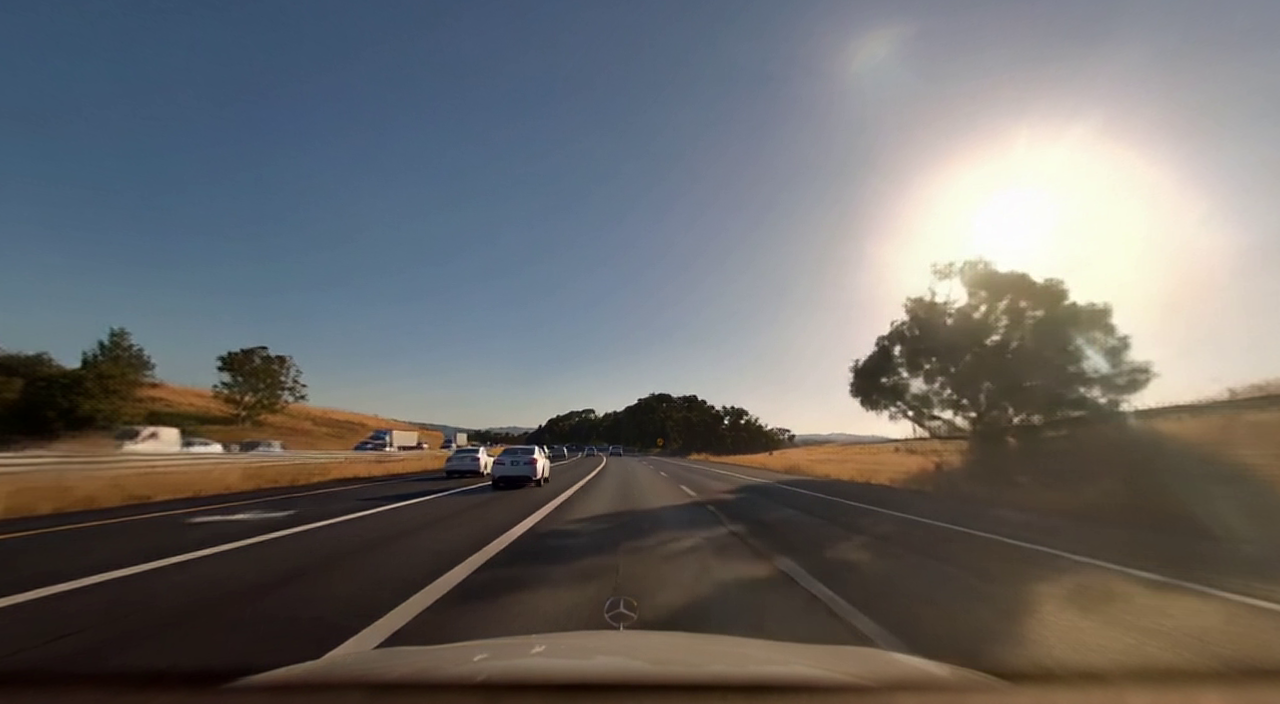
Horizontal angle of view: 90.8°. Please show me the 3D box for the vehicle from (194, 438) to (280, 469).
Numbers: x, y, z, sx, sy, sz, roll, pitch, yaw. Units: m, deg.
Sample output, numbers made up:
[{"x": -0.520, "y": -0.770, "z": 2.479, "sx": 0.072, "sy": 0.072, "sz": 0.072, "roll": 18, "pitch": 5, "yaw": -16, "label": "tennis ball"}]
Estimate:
[{"x": -25.149, "y": 6.354, "z": 39.691, "sx": 2.213, "sy": 1.784, "sz": 4.993, "roll": 0, "pitch": -9, "yaw": -1, "label": "vehicle"}]

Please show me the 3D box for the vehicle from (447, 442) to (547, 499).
[{"x": -4.224, "y": 3.579, "z": 19.470, "sx": 2.073, "sy": 1.516, "sz": 4.478, "roll": 0, "pitch": -9, "yaw": 0, "label": "vehicle"}]

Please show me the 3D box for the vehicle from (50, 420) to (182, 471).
[{"x": -28.821, "y": 5.222, "z": 35.137, "sx": 2.237, "sy": 2.591, "sz": 5.886, "roll": 0, "pitch": -9, "yaw": -1, "label": "vehicle"}]
